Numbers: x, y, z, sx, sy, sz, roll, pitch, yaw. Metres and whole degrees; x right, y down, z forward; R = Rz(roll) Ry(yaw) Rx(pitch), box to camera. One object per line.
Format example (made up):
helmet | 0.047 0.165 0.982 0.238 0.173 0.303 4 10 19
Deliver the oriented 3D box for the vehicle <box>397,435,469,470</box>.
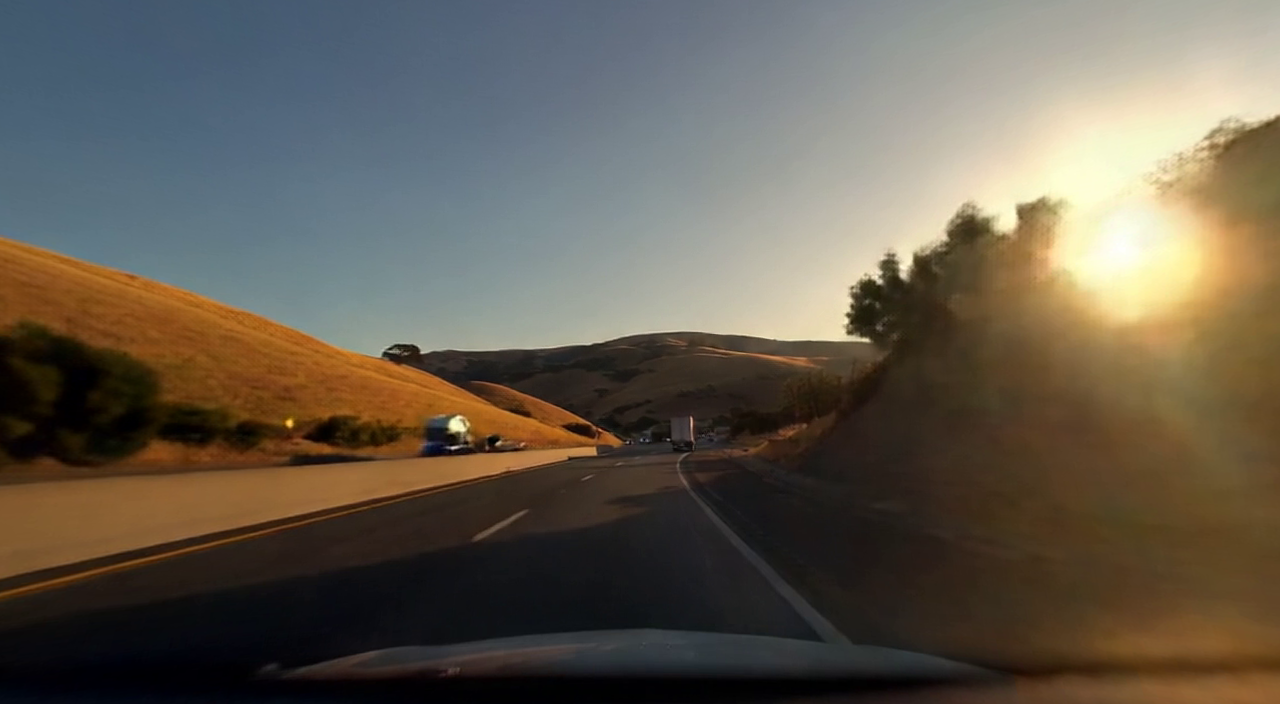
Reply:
vehicle | -10.515 5.147 32.366 2.032 1.636 4.413 0 -9 3

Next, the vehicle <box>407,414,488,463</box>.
vehicle | -13.917 6.440 46.522 2.932 3.214 9.129 0 -9 1
